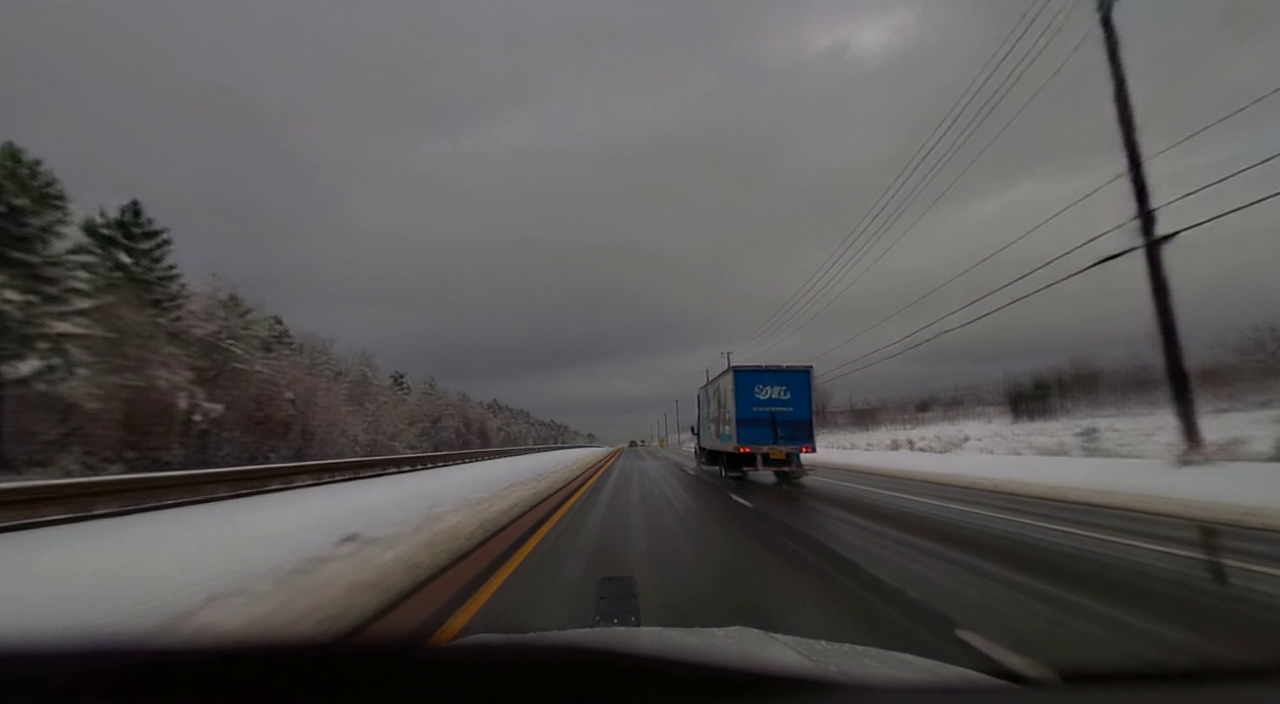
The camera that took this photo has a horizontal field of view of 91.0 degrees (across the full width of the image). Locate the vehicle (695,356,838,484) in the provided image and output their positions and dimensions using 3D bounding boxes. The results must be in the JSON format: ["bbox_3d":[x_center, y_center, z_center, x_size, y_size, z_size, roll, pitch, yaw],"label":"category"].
[{"bbox_3d":[4.033,2.592,22.778,3.037,3.672,9.136,0,-8,-1],"label":"vehicle"}]
